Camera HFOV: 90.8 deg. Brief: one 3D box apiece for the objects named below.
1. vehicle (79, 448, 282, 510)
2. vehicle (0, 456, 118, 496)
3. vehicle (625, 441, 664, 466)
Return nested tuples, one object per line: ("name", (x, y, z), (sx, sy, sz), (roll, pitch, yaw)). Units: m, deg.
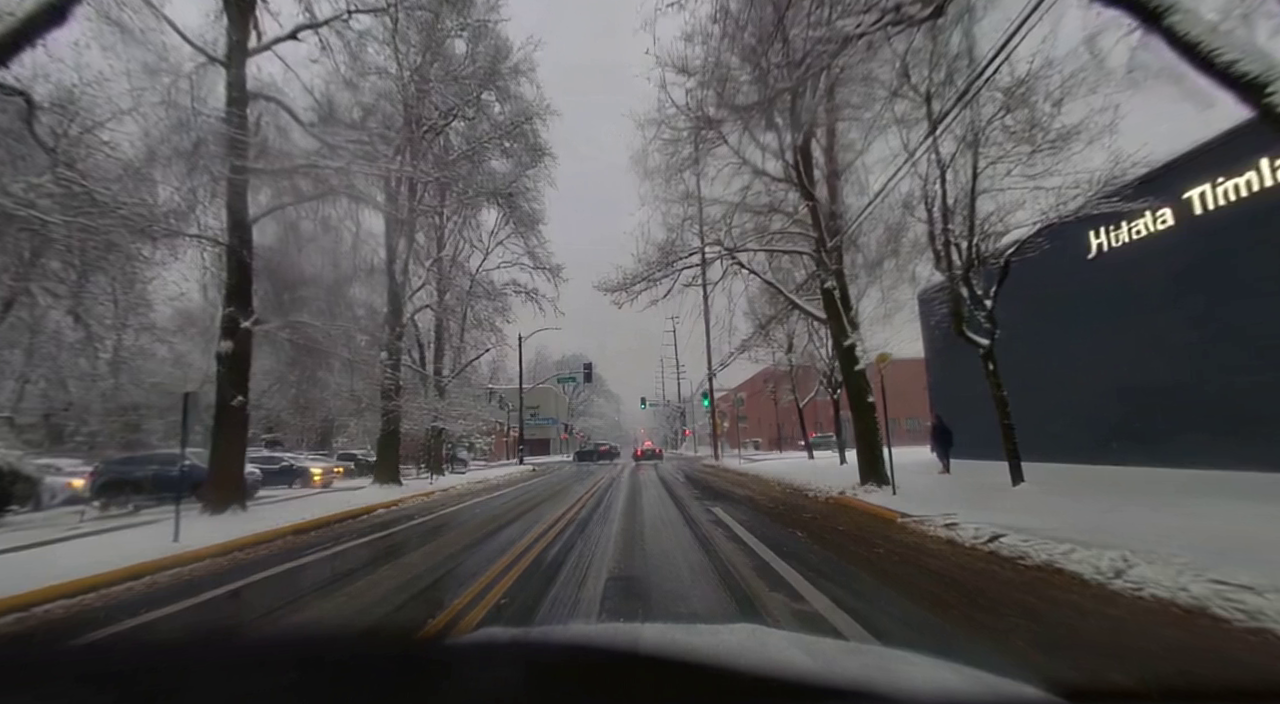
("vehicle", (-13.138, 3.624, 18.285), (4.294, 1.634, 1.972), (0, -8, 1))
("vehicle", (-26.072, 5.488, 28.083), (3.892, 1.518, 2.147), (-2, -8, 2))
("vehicle", (0.213, 6.439, 40.122), (2.118, 1.478, 4.624), (1, -8, -5))
